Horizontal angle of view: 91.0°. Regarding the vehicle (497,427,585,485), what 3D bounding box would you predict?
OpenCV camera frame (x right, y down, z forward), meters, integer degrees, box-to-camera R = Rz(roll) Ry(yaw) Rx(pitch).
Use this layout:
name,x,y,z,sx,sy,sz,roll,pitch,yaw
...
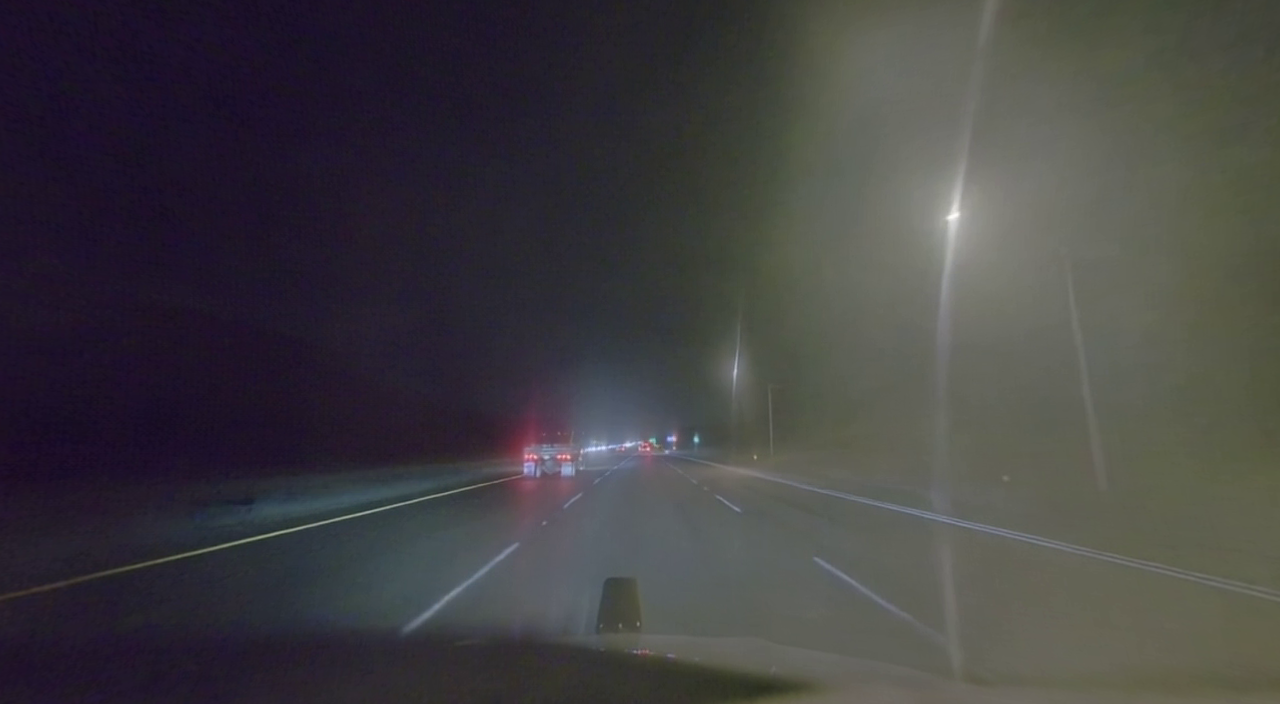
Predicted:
name,x,y,z,sx,sy,sz,roll,pitch,yaw
vehicle,-3.554,3.900,23.936,2.379,1.918,5.504,0,-8,1
